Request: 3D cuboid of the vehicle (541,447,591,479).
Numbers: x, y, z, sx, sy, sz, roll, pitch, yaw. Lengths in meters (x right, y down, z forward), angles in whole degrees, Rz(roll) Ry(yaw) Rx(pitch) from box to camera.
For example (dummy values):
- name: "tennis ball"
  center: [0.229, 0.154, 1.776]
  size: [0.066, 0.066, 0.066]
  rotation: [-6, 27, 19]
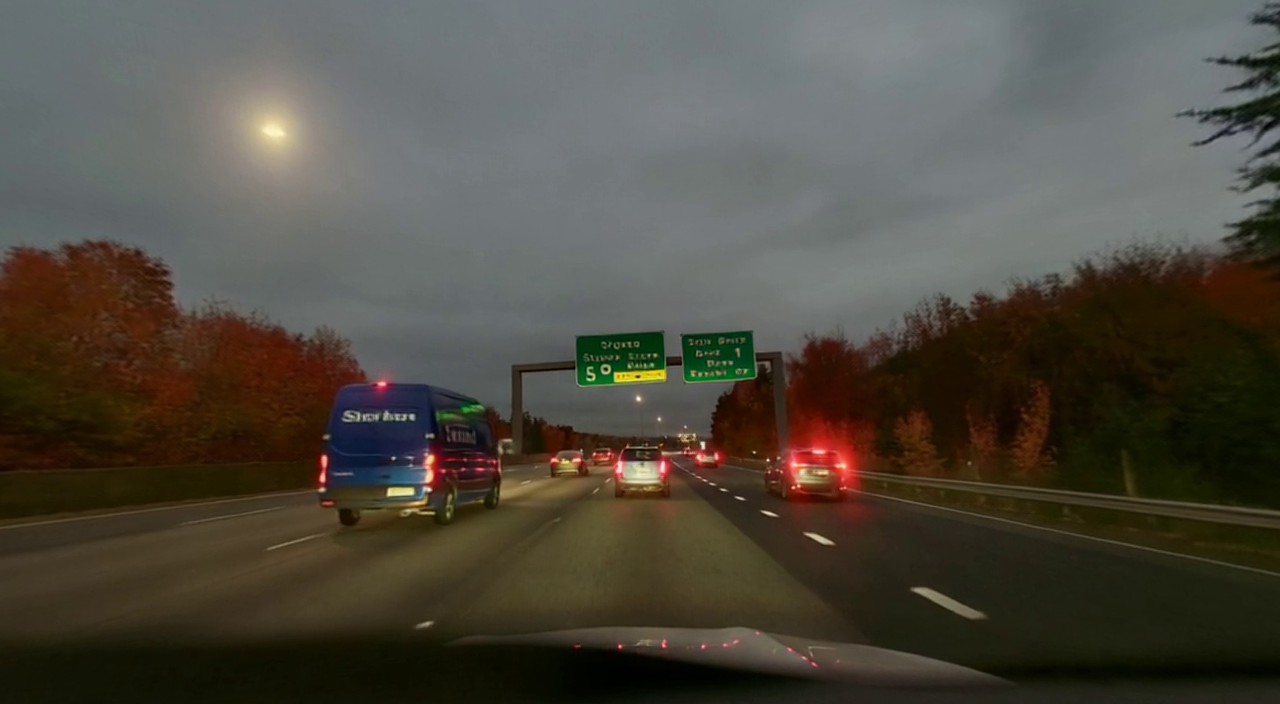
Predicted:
- name: "vehicle"
  center: [-3.700, 5.608, 32.043]
  size: [2.015, 1.496, 4.312]
  rotation: [0, -9, 1]

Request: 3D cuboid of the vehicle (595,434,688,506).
- name: "vehicle"
  center: [0.050, 3.092, 16.841]
  size: [2.195, 1.679, 4.070]
  rotation: [0, -9, 1]

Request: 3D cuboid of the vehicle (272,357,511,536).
- name: "vehicle"
  center: [-4.337, 1.853, 12.408]
  size: [2.275, 2.692, 5.810]
  rotation: [0, -9, 0]
